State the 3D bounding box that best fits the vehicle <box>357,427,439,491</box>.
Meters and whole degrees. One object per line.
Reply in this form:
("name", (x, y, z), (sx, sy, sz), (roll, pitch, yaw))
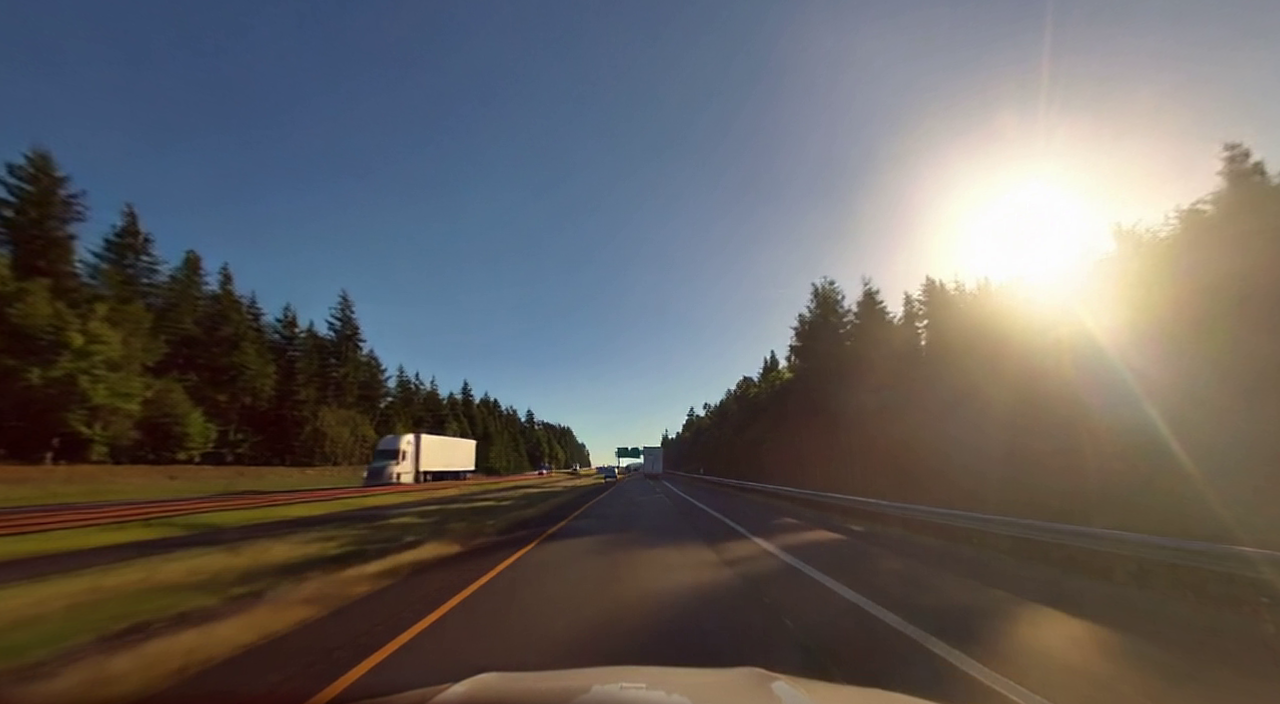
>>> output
("vehicle", (-16.219, 7.311, 42.781), (2.919, 3.961, 5.998), (0, -10, 2))
